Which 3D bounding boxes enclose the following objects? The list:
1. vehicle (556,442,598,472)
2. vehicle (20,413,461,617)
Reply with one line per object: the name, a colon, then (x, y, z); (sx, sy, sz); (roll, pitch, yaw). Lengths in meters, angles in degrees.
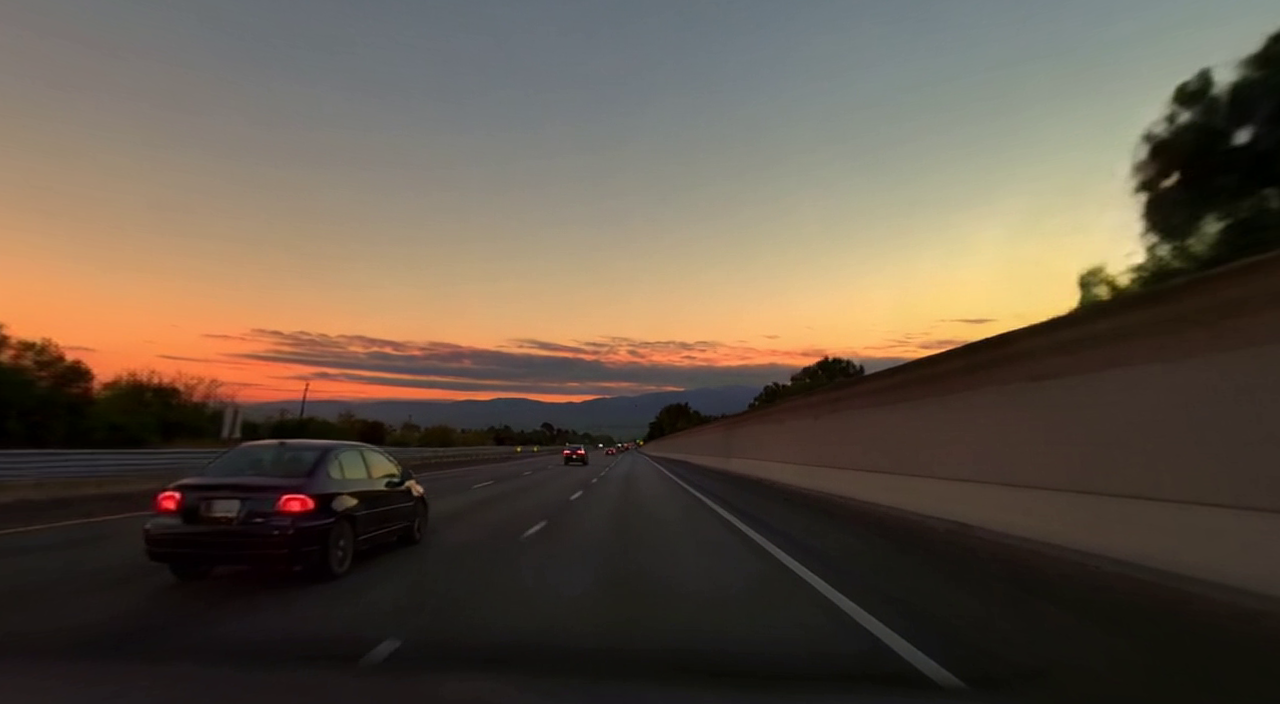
vehicle: (-3.794, 6.402, 38.707); (2.133, 1.683, 4.340); (1, -9, 0)
vehicle: (-3.775, 1.610, 7.144); (2.195, 1.573, 4.176); (0, -9, 1)
